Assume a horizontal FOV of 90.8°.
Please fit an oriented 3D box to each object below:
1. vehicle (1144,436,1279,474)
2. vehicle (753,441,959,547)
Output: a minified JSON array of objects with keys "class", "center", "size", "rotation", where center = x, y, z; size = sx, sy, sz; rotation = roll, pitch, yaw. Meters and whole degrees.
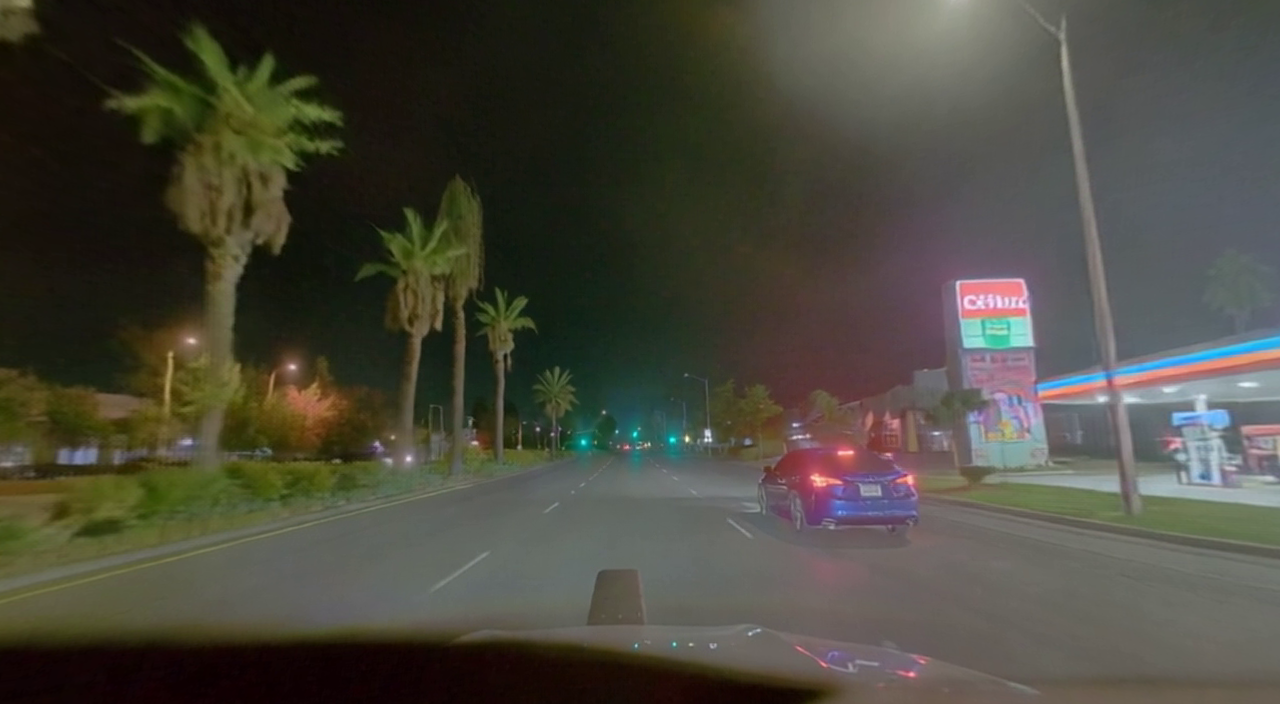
[{"class":"vehicle","center":[32.244,5.821,35.706],"size":[5.339,1.812,2.175],"rotation":[-3,-9,3]},{"class":"vehicle","center":[3.394,2.294,10.979],"size":[1.978,1.442,4.262],"rotation":[0,-8,-2]}]
